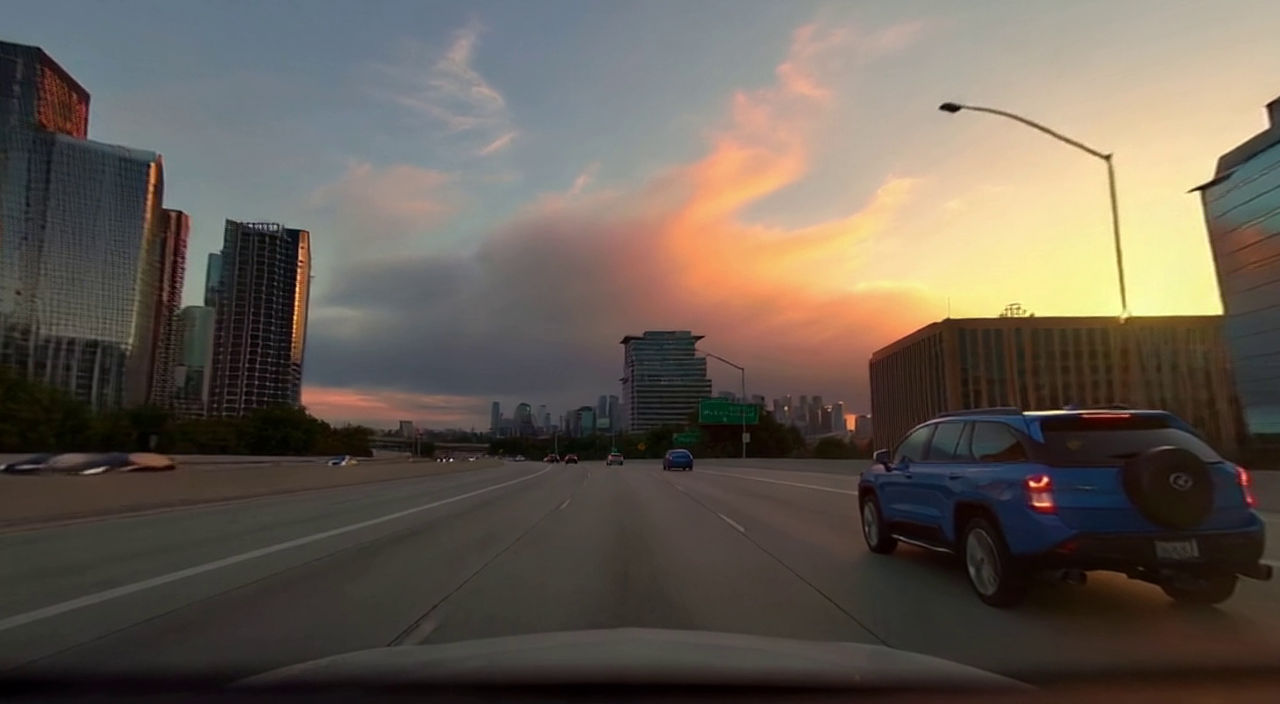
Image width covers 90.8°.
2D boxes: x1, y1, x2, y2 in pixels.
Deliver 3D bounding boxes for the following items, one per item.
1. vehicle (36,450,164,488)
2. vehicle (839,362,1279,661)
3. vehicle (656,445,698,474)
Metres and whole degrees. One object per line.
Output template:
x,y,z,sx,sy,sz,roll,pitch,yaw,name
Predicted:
-25.477,5.488,30.084,1.984,1.647,4.811,0,-9,-2,vehicle
3.792,1.305,6.163,2.182,1.826,4.392,0,-9,-1,vehicle
2.376,7.078,41.928,2.110,1.780,4.682,0,-9,-5,vehicle
